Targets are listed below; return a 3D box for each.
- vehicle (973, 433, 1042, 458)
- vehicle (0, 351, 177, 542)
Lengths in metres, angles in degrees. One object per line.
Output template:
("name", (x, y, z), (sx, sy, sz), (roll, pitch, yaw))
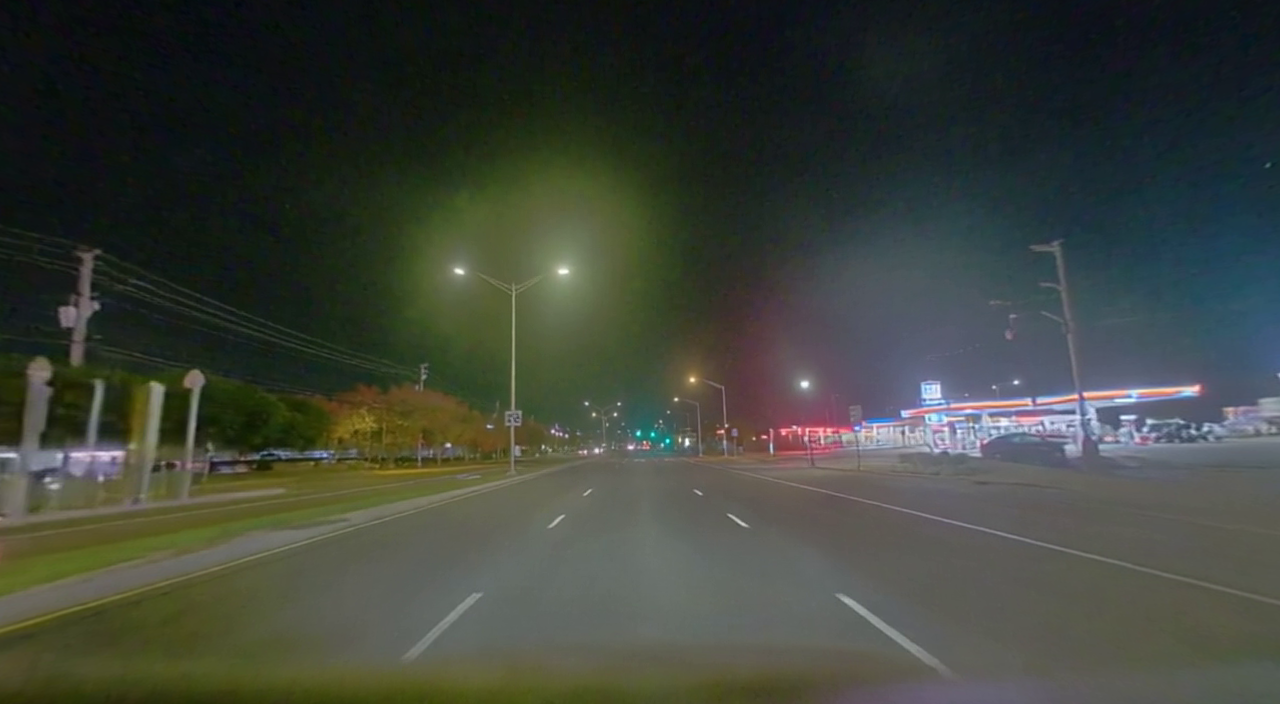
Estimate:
("vehicle", (23.114, 5.938, 39.936), (1.747, 1.371, 4.368), (-3, -10, 0))
("vehicle", (-12.394, 1.954, 13.327), (2.509, 3.502, 3.191), (-1, -8, 3))
